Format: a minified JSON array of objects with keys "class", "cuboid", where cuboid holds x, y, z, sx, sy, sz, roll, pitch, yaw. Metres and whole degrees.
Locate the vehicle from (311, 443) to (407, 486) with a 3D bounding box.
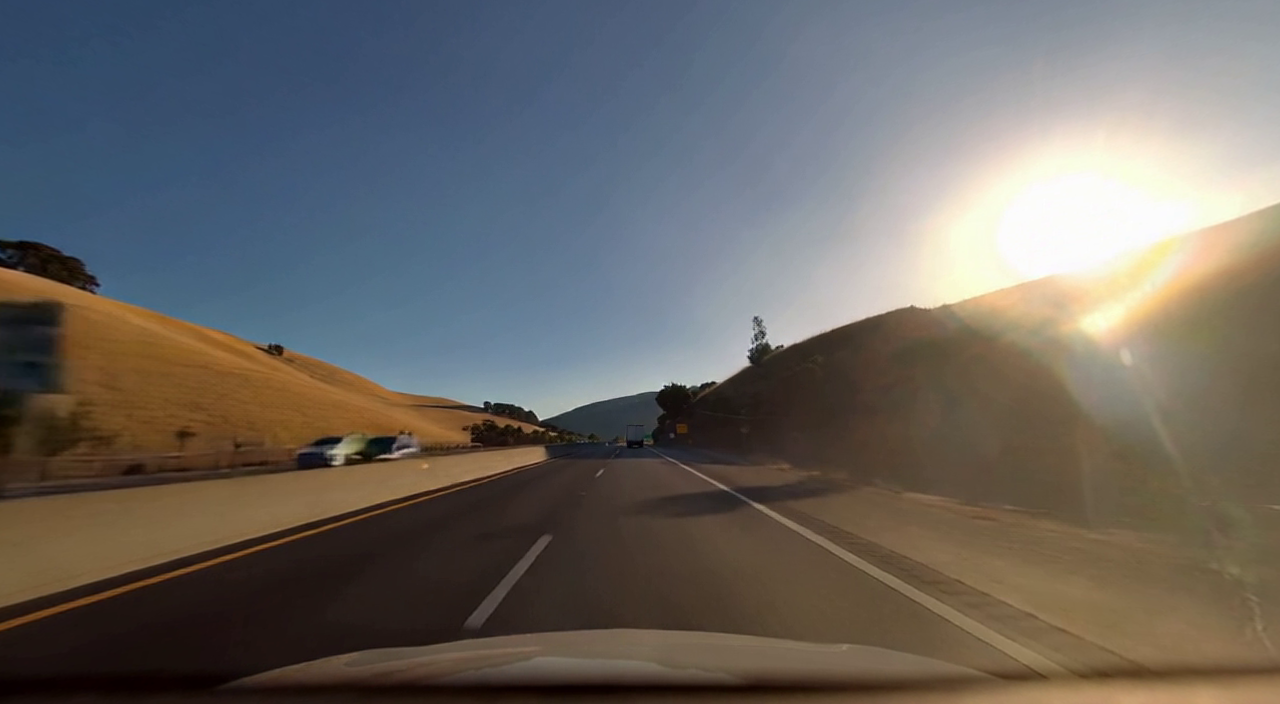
[{"class":"vehicle","cuboid":[-10.904,4.357,24.802,1.918,1.462,4.383,-2,-8,-2]}]
